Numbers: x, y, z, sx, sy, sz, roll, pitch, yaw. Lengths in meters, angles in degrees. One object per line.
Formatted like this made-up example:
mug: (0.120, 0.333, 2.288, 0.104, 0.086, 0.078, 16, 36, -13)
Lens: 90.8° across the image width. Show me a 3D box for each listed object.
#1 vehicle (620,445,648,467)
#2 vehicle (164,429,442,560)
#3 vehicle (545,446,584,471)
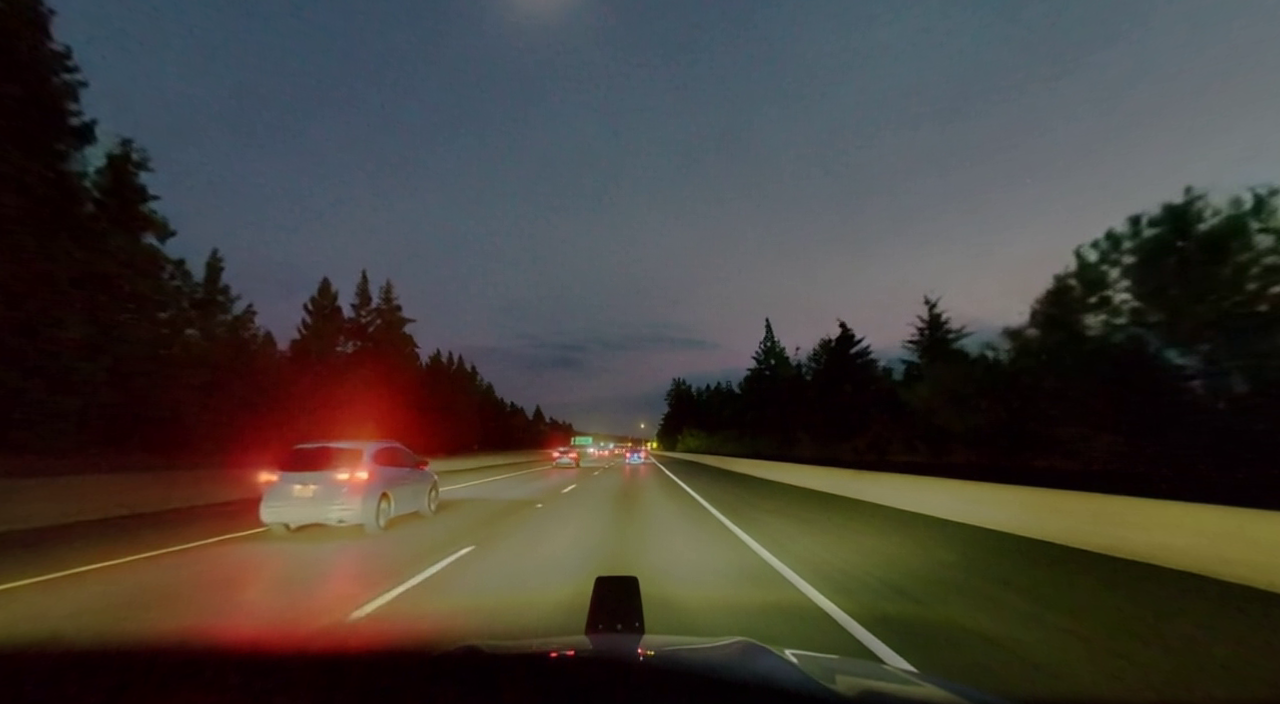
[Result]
vehicle: (-0.496, 8.177, 49.610, 2.070, 1.603, 4.806, 1, -9, -1)
vehicle: (-4.636, 2.001, 9.608, 1.838, 1.508, 4.317, 0, -9, 0)
vehicle: (-4.818, 6.847, 40.854, 2.052, 1.468, 4.390, 0, -9, 0)
